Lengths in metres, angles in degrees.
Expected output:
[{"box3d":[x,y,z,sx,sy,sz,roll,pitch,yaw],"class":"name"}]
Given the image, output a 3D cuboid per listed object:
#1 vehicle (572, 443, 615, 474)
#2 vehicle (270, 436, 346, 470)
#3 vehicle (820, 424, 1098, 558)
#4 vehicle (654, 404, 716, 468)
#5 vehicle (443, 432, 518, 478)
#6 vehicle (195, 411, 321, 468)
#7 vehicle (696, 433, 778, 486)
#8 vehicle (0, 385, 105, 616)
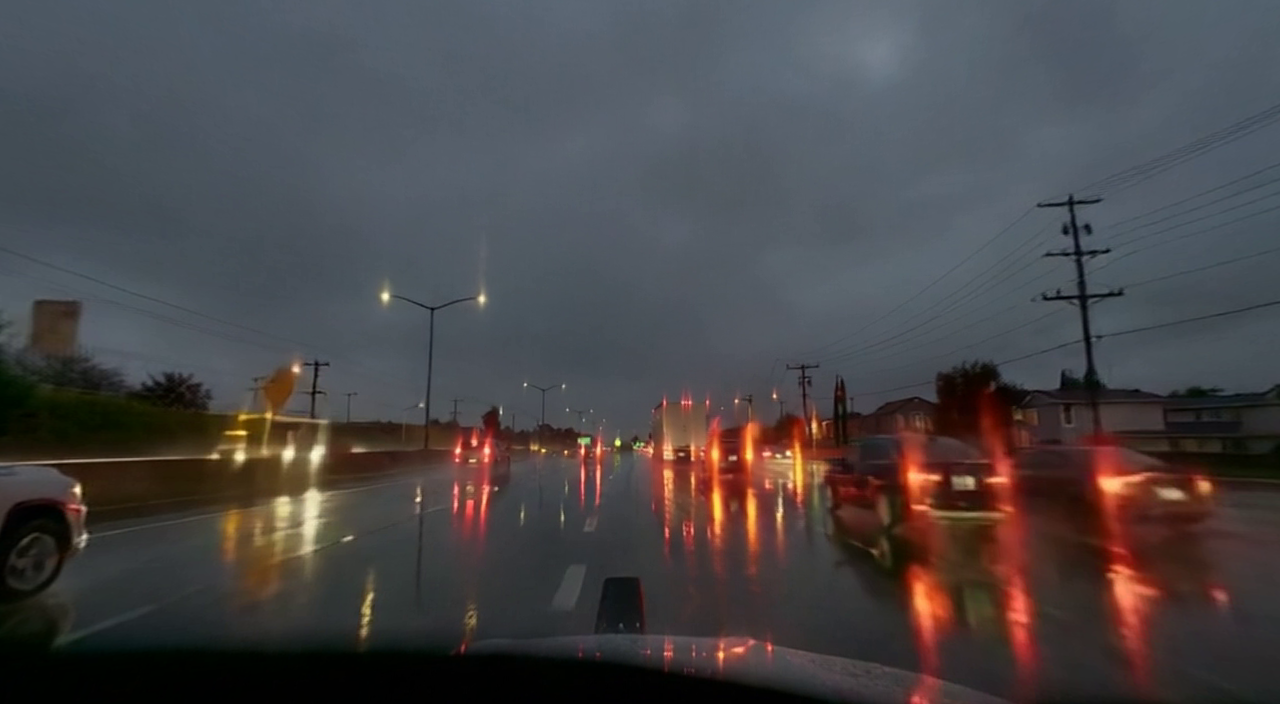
[{"box3d":[-2.426,5.700,34.015,2.060,1.508,4.308,1,-8,-1],"class":"vehicle"},{"box3d":[-15.738,4.805,30.070,1.665,1.476,3.651,0,-8,-1],"class":"vehicle"},{"box3d":[4.505,2.014,9.830,1.978,1.607,4.245,1,-9,-2],"class":"vehicle"},{"box3d":[2.961,6.089,45.185,3.045,3.923,11.834,1,-9,-2],"class":"vehicle"},{"box3d":[-6.843,4.481,27.632,2.147,1.825,4.602,1,-8,-1],"class":"vehicle"},{"box3d":[-29.605,6.946,49.811,3.018,3.937,11.431,1,-9,-2],"class":"vehicle"},{"box3d":[3.566,4.074,24.170,2.182,1.782,4.800,1,-9,-2],"class":"vehicle"},{"box3d":[-5.779,0.895,3.303,2.127,1.705,4.374,1,-9,-2],"class":"vehicle"}]
